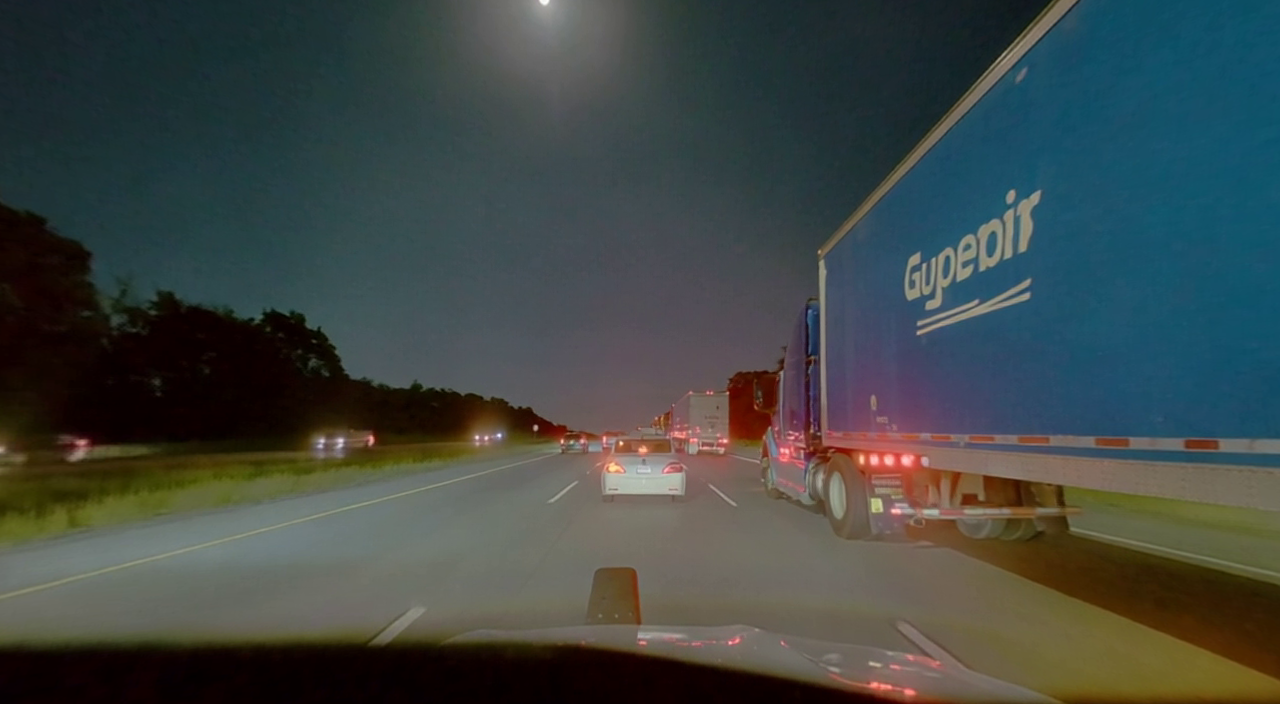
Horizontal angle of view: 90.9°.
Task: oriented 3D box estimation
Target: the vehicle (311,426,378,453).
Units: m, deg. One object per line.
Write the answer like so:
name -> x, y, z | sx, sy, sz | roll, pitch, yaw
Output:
vehicle -> -21.791, 6.483, 46.762 | 2.126, 1.905, 5.320 | 0, -8, 3

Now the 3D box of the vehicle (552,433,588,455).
vehicle -> -4.711, 6.277, 43.060 | 1.983, 1.434, 4.451 | 0, -8, 0

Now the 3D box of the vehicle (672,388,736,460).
vehicle -> 4.024, 5.030, 43.060 | 2.869, 4.067, 13.731 | 0, -8, 0

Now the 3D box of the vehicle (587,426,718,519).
vehicle -> 0.171, 2.109, 11.598 | 2.021, 1.435, 3.611 | 0, -8, -1

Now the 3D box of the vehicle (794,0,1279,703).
vehicle -> 4.150, -0.149, 3.894 | 2.816, 4.070, 14.136 | 0, -8, 0
